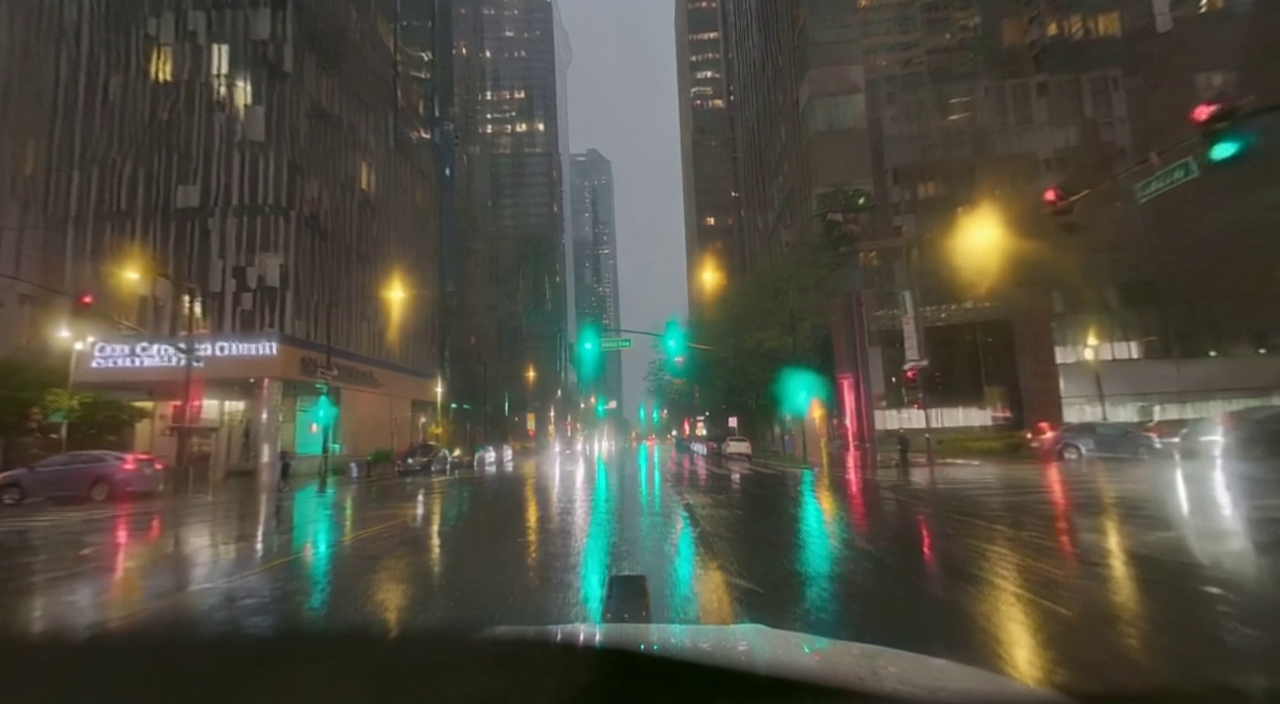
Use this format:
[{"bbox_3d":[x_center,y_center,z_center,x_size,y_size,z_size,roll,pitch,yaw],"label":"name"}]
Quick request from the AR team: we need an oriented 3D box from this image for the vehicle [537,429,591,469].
[{"bbox_3d":[-3.870,5.042,32.943,2.176,1.804,4.740,-3,-8,0],"label":"vehicle"}]

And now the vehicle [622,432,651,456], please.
[{"bbox_3d":[-0.253,7.241,49.815,2.165,1.749,4.078,0,-8,0],"label":"vehicle"}]

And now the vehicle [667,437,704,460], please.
[{"bbox_3d":[2.719,5.912,38.768,1.919,1.371,3.583,0,-8,-2],"label":"vehicle"}]

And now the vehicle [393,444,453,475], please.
[{"bbox_3d":[-12.710,6.280,37.221,2.118,1.644,4.188,0,-8,-1],"label":"vehicle"}]

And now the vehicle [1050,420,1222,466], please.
[{"bbox_3d":[17.078,3.163,21.885,4.293,1.495,1.935,0,-8,0],"label":"vehicle"}]

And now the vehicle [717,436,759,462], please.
[{"bbox_3d":[6.023,5.990,39.331,1.882,1.479,4.652,1,-8,0],"label":"vehicle"}]

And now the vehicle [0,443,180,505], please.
[{"bbox_3d":[-21.588,4.721,24.653,5.283,1.959,2.453,-3,-7,-1],"label":"vehicle"}]

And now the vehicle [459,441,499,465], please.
[{"bbox_3d":[-12.297,7.686,48.388,1.854,1.727,4.426,0,-8,1],"label":"vehicle"}]
